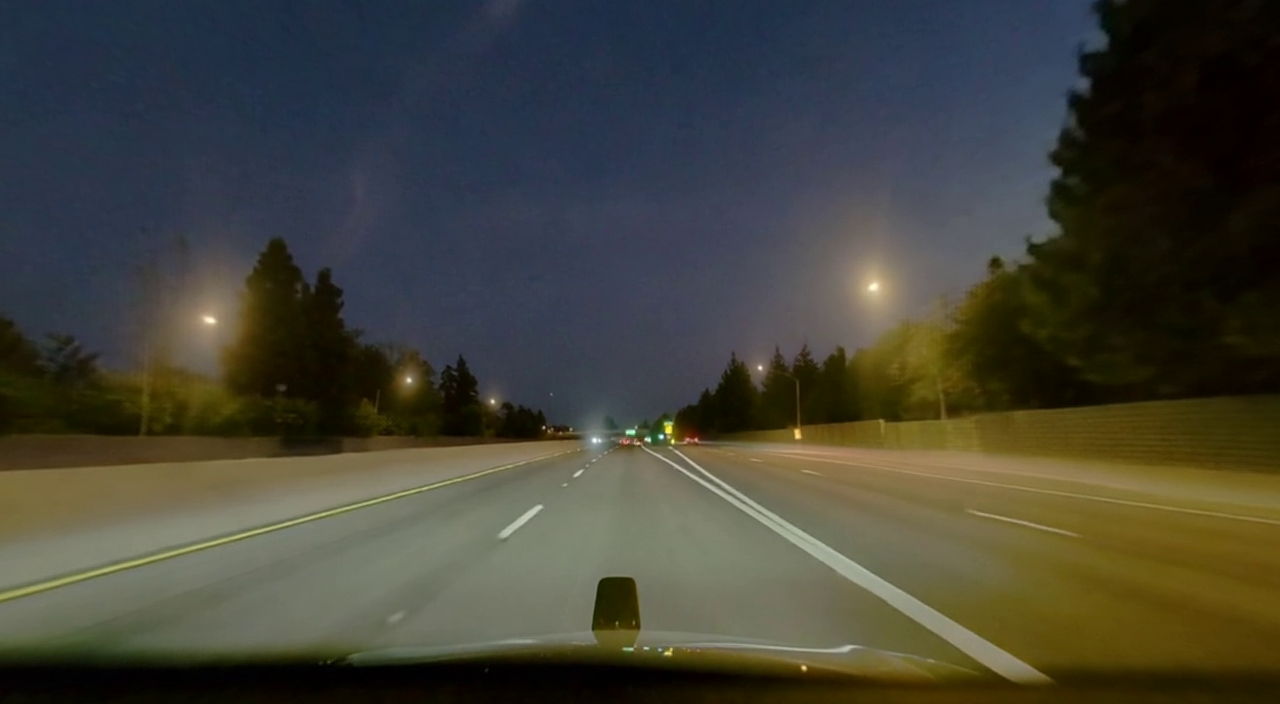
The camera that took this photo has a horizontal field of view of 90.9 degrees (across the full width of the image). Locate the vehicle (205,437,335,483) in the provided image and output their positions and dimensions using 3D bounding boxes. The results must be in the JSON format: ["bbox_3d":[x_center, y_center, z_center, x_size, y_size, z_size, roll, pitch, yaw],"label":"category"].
[{"bbox_3d":[-13.163,3.823,22.827,1.966,1.437,4.663,1,-8,-1],"label":"vehicle"}]
